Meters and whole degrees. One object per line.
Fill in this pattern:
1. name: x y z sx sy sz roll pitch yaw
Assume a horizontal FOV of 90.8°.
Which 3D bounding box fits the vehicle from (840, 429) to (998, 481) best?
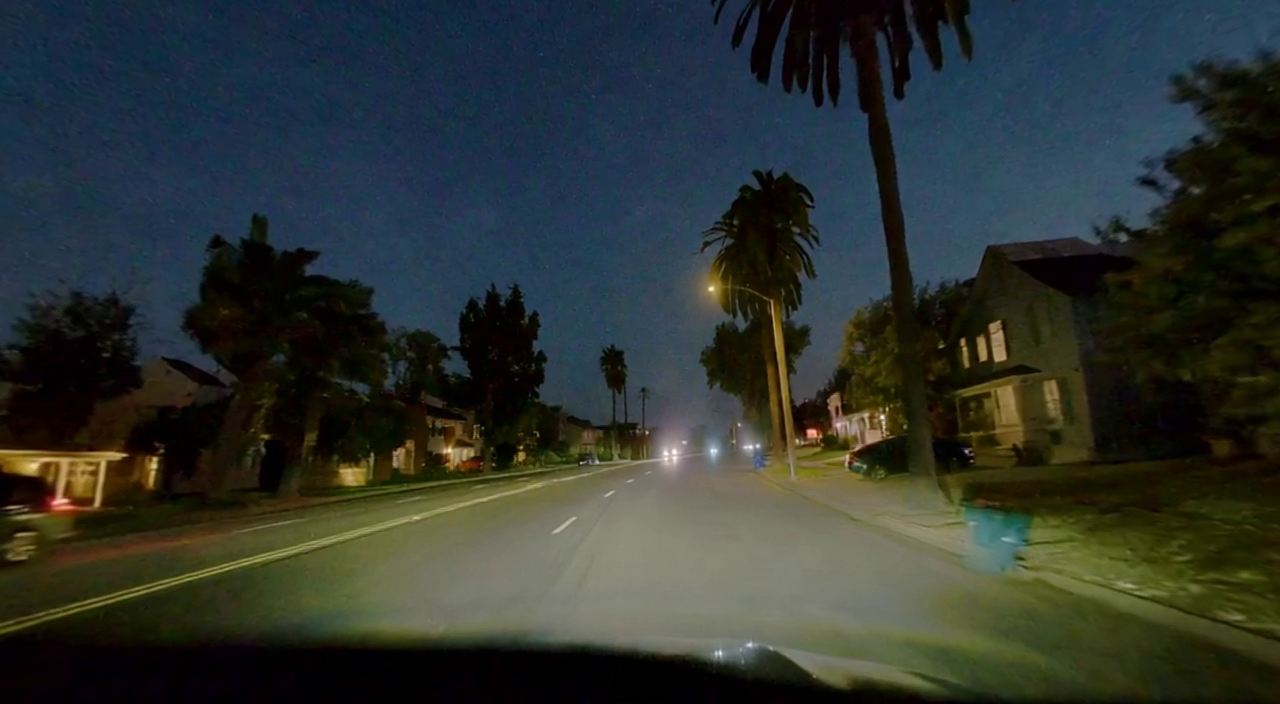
1. vehicle: 9.735 3.633 22.367 4.646 1.687 1.975 -1 -8 2
